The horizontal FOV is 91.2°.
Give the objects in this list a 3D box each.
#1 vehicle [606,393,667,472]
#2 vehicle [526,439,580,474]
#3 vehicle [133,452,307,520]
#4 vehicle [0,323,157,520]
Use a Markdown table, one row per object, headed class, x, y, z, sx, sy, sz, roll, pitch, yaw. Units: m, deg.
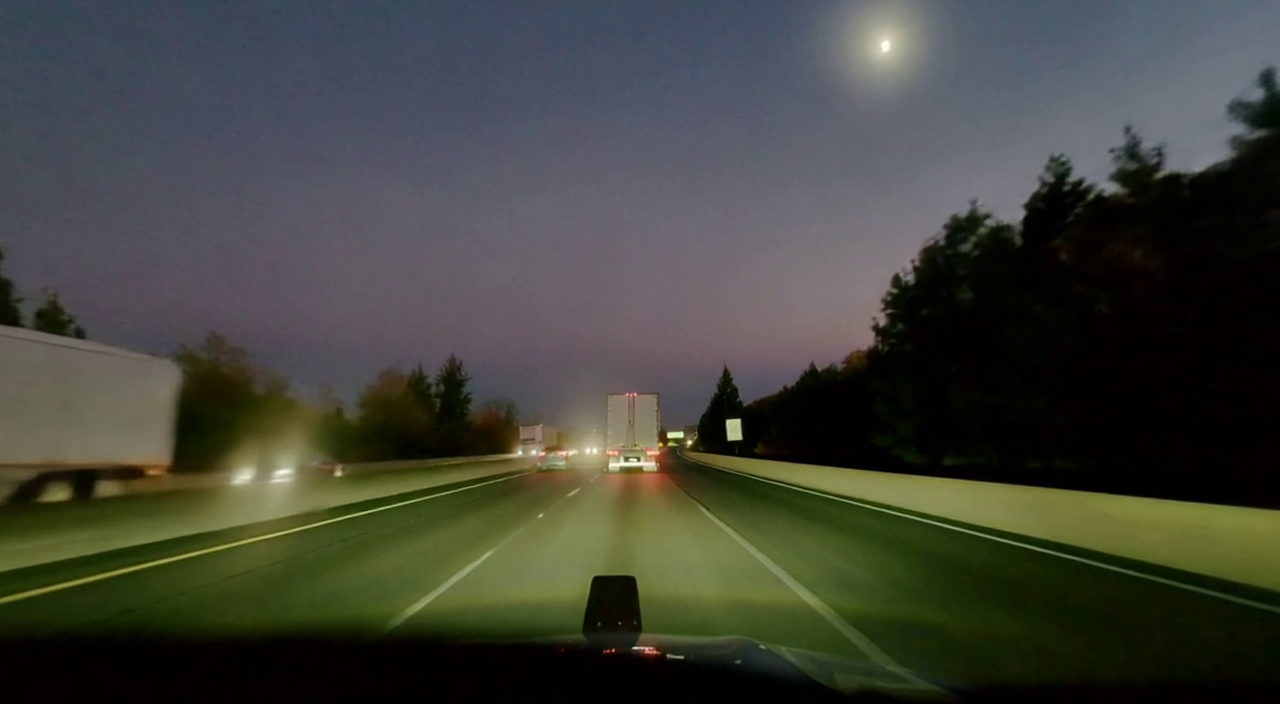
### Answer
| class | x | y | z | sx | sy | sz | roll | pitch | yaw |
| --- | --- | --- | --- | --- | --- | --- | --- | --- | --- |
| vehicle | -0.249 | 4.967 | 37.747 | 3.100 | 4.091 | 10.664 | 0 | -9 | -1 |
| vehicle | -4.259 | 5.220 | 31.426 | 2.112 | 1.645 | 4.129 | 0 | -9 | 0 |
| vehicle | -10.284 | 3.254 | 15.746 | 1.751 | 1.448 | 3.765 | 0 | -9 | 0 |
| vehicle | -15.031 | 1.035 | 10.414 | 2.929 | 4.123 | 14.002 | 0 | -9 | 0 |
